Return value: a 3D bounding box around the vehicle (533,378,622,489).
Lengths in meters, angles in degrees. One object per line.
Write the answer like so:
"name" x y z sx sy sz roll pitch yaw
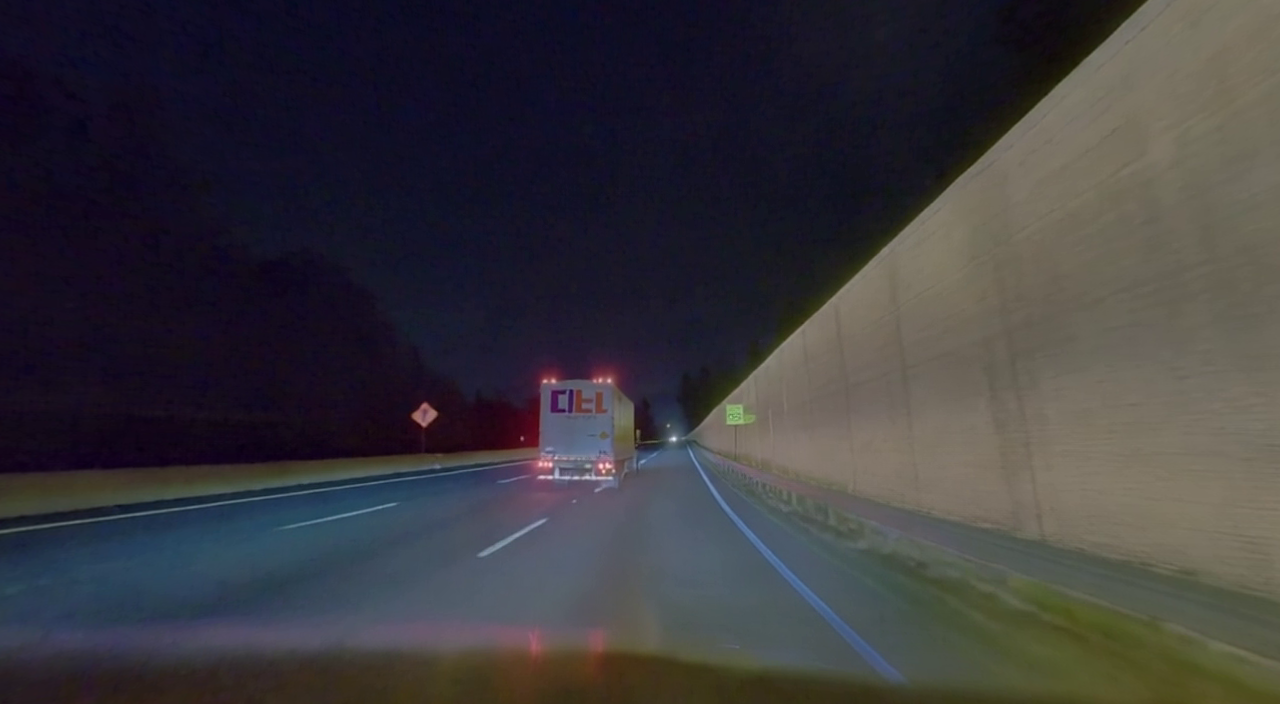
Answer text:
"vehicle" -2.524 3.683 28.464 2.796 4.184 8.554 1 -8 2
